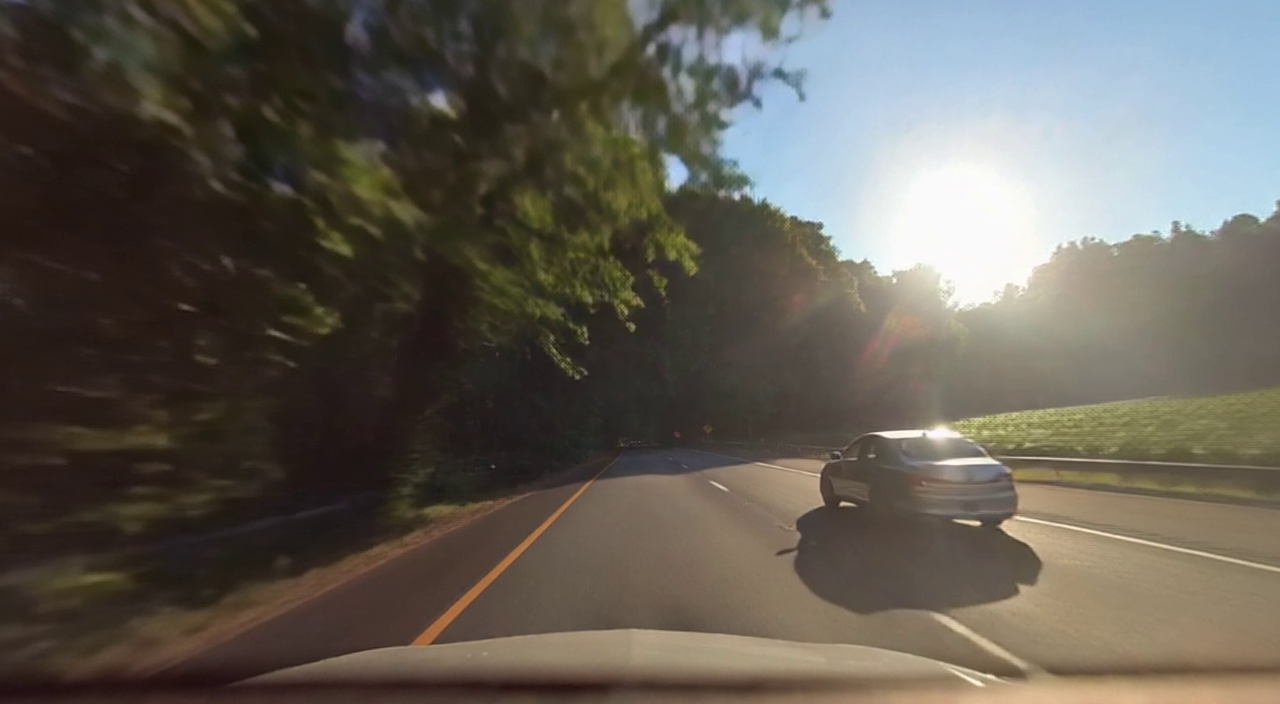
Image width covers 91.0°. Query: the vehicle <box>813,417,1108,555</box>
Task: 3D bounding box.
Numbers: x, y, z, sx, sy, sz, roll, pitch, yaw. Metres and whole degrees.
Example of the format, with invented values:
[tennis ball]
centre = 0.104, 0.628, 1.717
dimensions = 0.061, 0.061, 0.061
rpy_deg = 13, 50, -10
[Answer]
[vehicle]
centre = 4.276, 1.844, 9.511
dimensions = 1.905, 1.525, 4.719
rpy_deg = 0, -8, -1
